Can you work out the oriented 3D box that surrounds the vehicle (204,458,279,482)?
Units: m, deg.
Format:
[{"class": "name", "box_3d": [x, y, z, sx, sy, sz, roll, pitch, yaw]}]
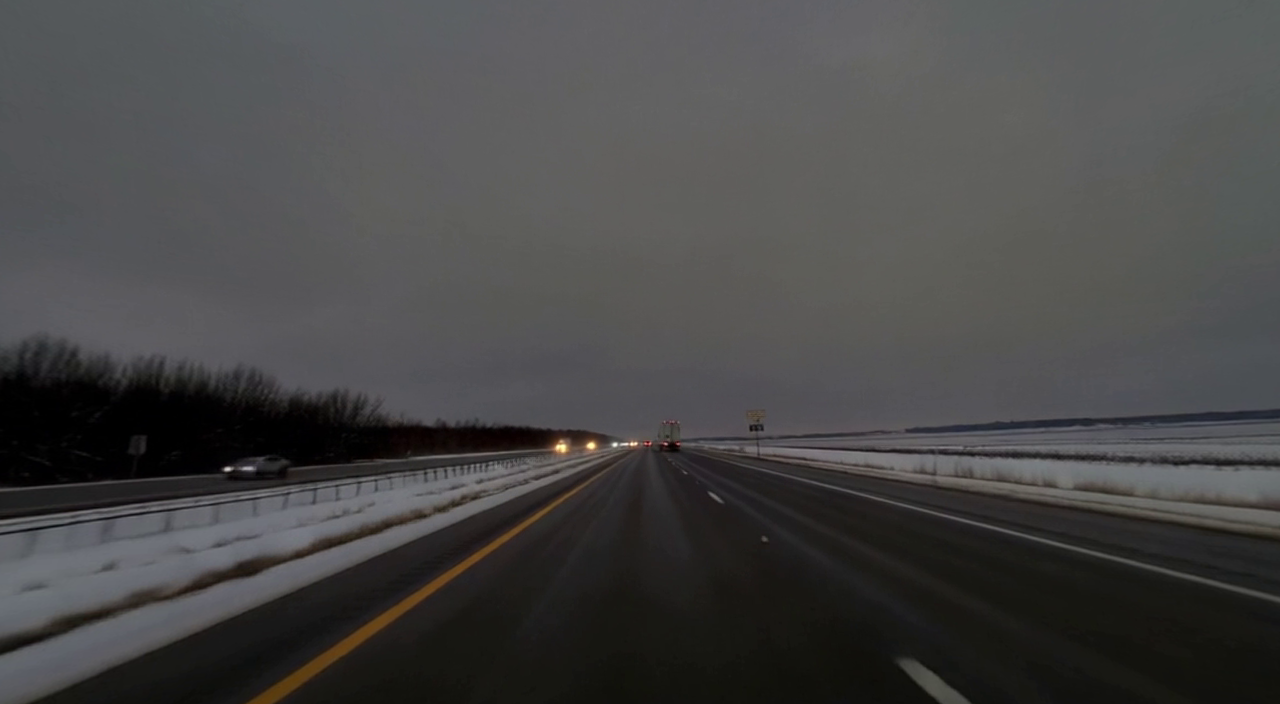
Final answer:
[{"class": "vehicle", "box_3d": [-29.940, 8.849, 47.393, 2.373, 1.630, 4.957, 0, -8, 0]}]
